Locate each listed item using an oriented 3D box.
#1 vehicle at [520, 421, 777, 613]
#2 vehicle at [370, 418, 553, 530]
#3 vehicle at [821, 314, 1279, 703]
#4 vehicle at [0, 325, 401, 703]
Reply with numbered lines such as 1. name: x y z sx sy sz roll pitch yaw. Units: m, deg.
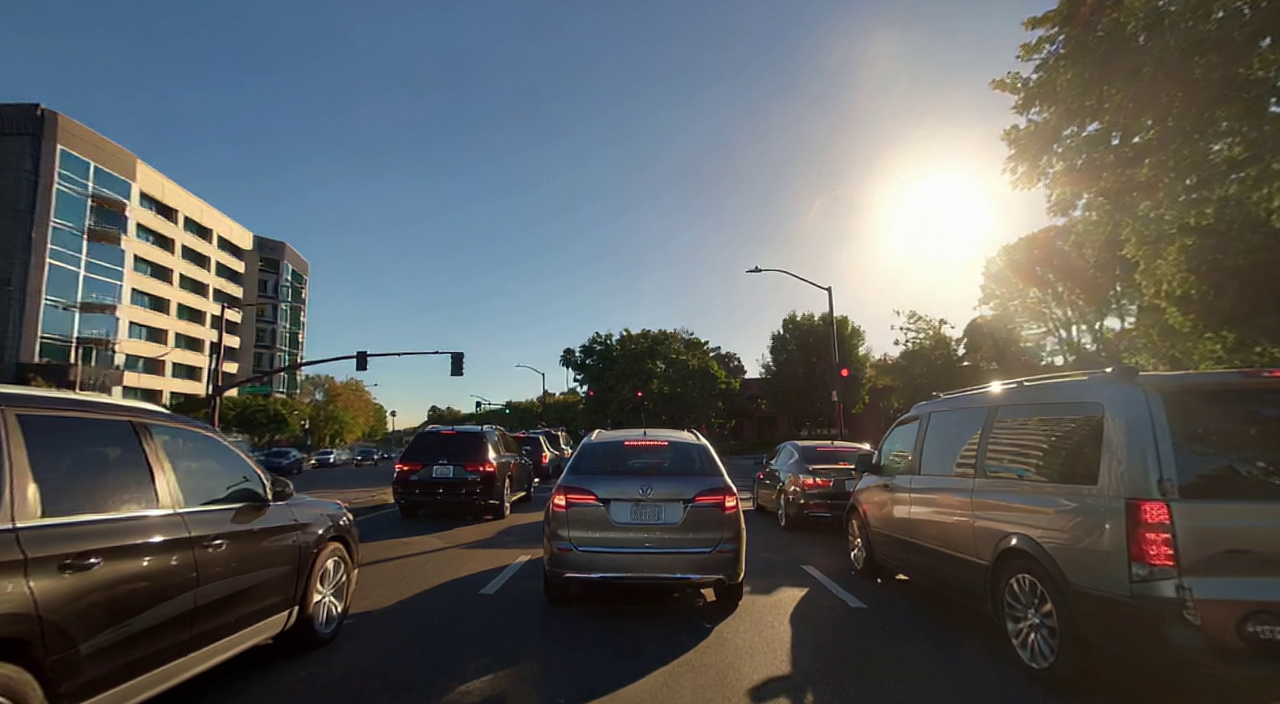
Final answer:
1. vehicle: 0.033 1.592 7.009 2.021 1.490 3.948 0 -8 -1
2. vehicle: -3.183 2.300 12.445 2.117 1.772 4.619 0 -8 2
3. vehicle: 3.217 1.106 4.729 2.141 1.833 4.704 0 -8 -2
4. vehicle: -3.120 0.956 3.303 1.982 1.721 4.261 0 -8 1
